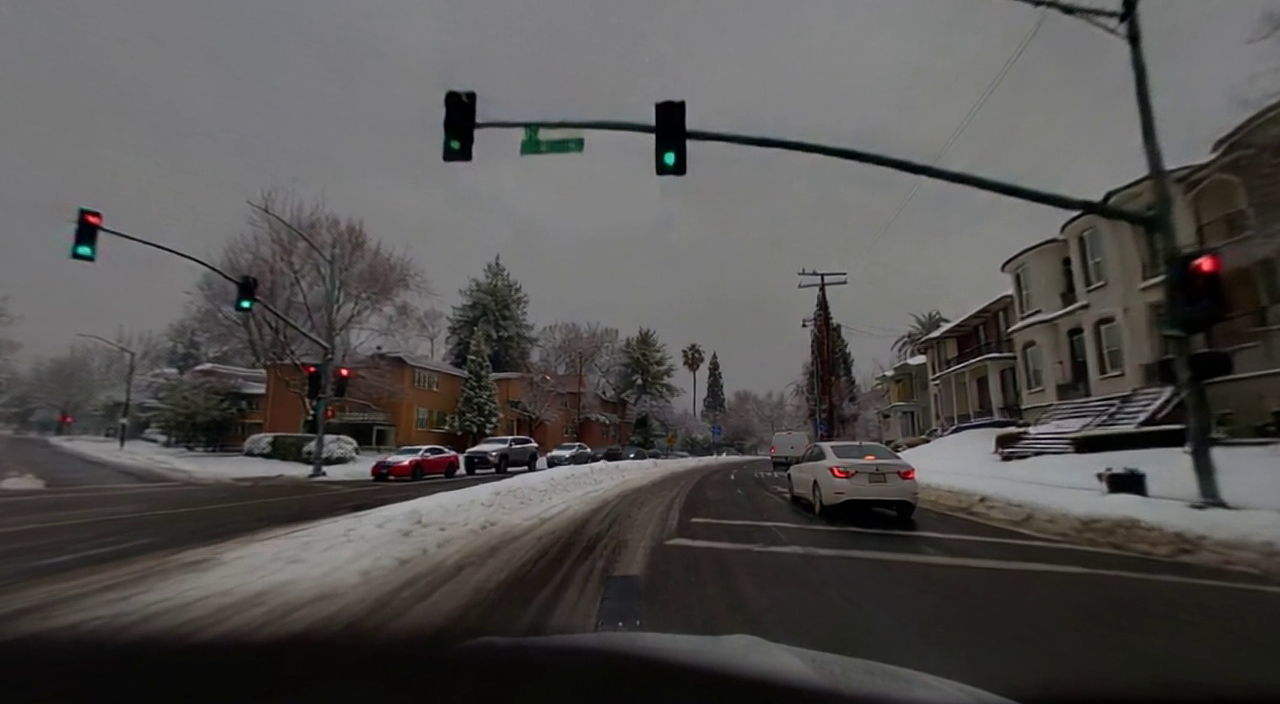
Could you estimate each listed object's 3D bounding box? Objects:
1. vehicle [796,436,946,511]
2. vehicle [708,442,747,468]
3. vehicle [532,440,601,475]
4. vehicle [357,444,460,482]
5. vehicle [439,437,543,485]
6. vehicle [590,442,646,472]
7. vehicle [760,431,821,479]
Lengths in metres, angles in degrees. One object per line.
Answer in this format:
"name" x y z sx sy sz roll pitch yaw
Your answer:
"vehicle" 5.426 2.901 15.590 2.096 1.552 4.519 0 -9 2
"vehicle" 5.712 6.615 40.868 1.923 1.576 4.026 -2 -9 16
"vehicle" -3.467 5.074 30.697 1.852 1.498 4.238 -5 -9 15
"vehicle" -9.030 4.329 25.005 1.891 1.358 3.828 -2 -9 15
"vehicle" -5.525 4.081 24.156 1.959 1.515 4.668 -2 -7 13
"vehicle" -1.314 6.552 39.731 2.081 1.453 4.698 -5 -7 15
"vehicle" 6.832 4.724 29.173 2.109 2.002 4.424 -1 -9 5
